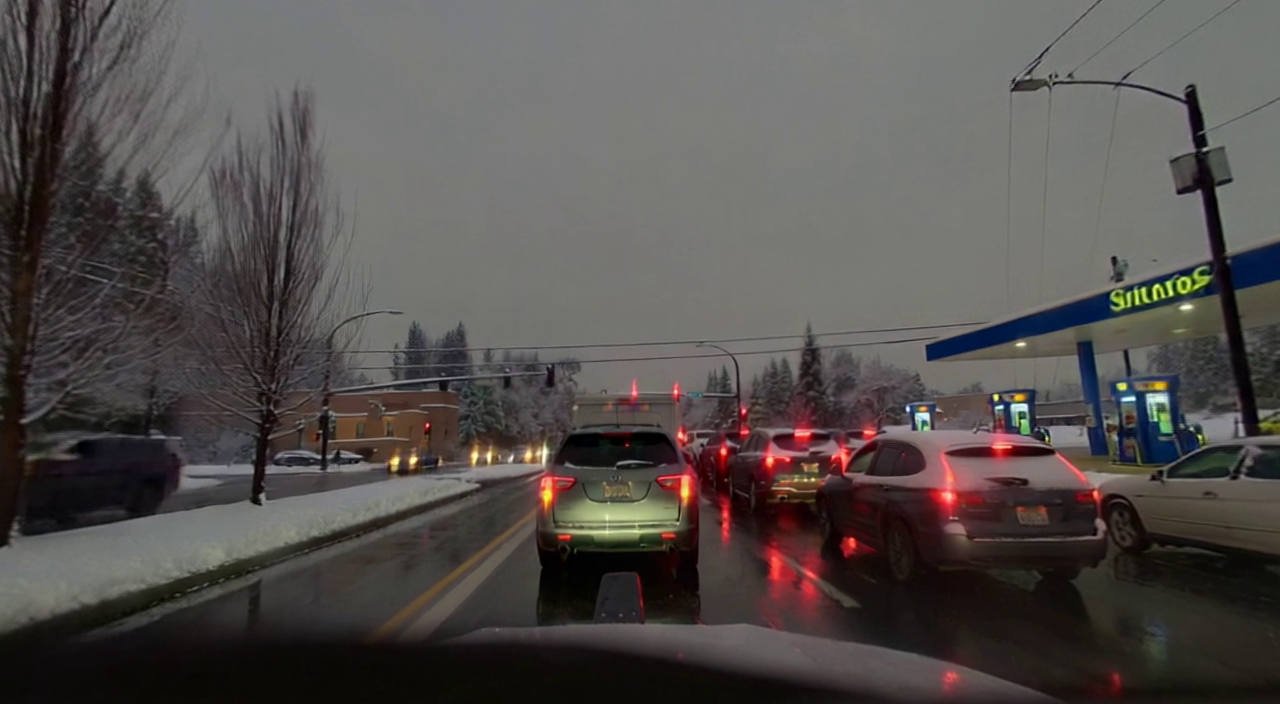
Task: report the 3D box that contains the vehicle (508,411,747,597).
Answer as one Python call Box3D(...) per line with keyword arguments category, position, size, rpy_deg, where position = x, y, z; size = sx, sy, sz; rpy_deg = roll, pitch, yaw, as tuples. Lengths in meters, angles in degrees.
Box3D(category="vehicle", position=(-0.150, 1.619, 7.499), size=(2.106, 1.613, 3.697), rpy_deg=(0, -9, -1))

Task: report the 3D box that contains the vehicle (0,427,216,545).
Box3D(category="vehicle", position=(-10.885, 2.407, 12.006), size=(2.190, 1.778, 5.033), rpy_deg=(0, -9, -1))

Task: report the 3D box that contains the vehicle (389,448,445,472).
Box3D(category="vehicle", position=(-14.785, 7.182, 42.200), size=(2.011, 1.465, 4.528), rpy_deg=(-1, -9, 1))

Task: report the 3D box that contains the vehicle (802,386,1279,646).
Box3D(category="vehicle", position=(3.368, 1.411, 6.473), size=(2.056, 1.700, 4.399), rpy_deg=(0, -9, -2))

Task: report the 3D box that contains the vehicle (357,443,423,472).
Box3D(category="vehicle", position=(-17.920, 7.567, 45.595), size=(2.325, 1.938, 5.913), rpy_deg=(0, -9, 0))
